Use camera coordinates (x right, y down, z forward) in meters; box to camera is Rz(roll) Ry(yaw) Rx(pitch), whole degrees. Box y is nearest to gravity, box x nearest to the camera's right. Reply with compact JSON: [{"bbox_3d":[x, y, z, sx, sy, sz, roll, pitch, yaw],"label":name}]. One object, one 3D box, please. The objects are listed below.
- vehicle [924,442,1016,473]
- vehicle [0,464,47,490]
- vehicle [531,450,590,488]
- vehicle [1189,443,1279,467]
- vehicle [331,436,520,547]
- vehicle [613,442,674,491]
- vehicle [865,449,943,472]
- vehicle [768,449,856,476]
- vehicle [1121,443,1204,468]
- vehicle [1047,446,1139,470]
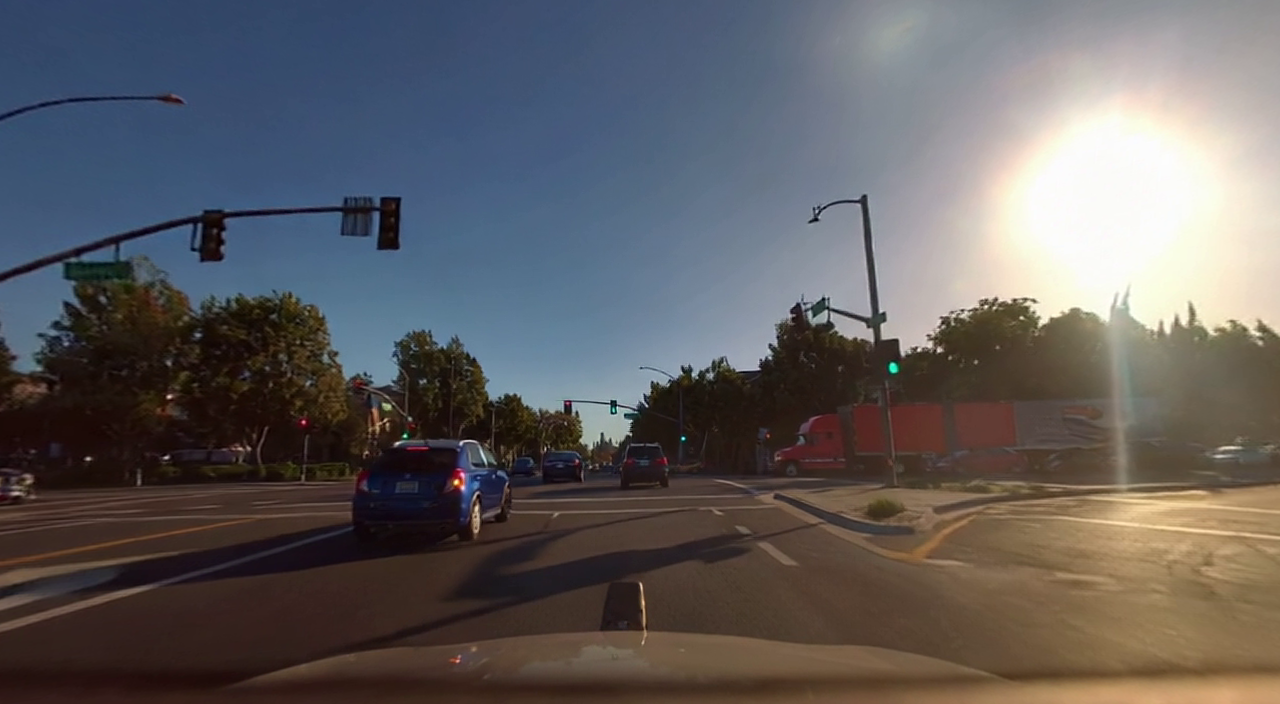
[{"bbox_3d":[20.919,6.684,40.088,4.585,1.681,2.140,-3,-9,0],"label":"vehicle"},{"bbox_3d":[-49.698,9.747,49.310,4.587,1.833,2.154,-1,-8,6],"label":"vehicle"},{"bbox_3d":[-3.420,5.126,27.964,2.013,1.474,4.393,0,-8,1],"label":"vehicle"},{"bbox_3d":[37.991,6.515,40.063,4.525,1.468,1.839,0,-8,-5],"label":"vehicle"},{"bbox_3d":[-3.346,2.198,10.642,1.960,1.528,3.490,0,-8,0],"label":"vehicle"},{"bbox_3d":[0.151,4.319,24.246,2.163,1.678,3.846,0,-8,1],"label":"vehicle"},{"bbox_3d":[18.323,7.567,43.870,4.478,1.495,2.063,0,-8,-1],"label":"vehicle"},{"bbox_3d":[10.838,7.010,39.886,4.875,1.473,2.077,-2,-11,-2],"label":"vehicle"},{"bbox_3d":[39.661,7.851,47.865,4.580,1.807,1.967,0,-8,-3],"label":"vehicle"},{"bbox_3d":[28.849,6.769,40.257,4.365,1.448,1.928,0,-8,0],"label":"vehicle"}]
